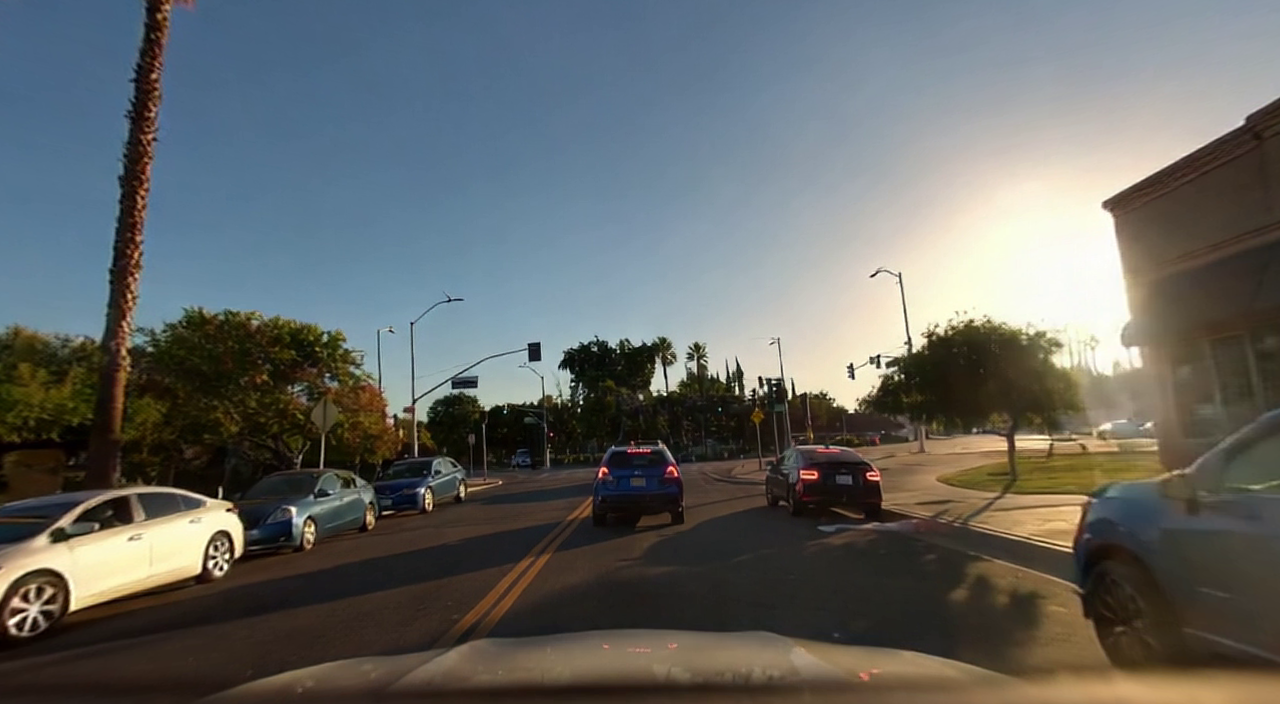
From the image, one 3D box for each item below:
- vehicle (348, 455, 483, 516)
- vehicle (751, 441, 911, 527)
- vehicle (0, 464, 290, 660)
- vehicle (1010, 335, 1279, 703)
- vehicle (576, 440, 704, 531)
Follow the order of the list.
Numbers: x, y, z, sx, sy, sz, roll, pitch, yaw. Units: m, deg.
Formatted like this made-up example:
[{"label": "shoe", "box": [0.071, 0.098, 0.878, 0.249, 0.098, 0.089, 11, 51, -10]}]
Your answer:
[{"label": "vehicle", "box": [-6.325, 3.783, 18.457, 2.105, 1.469, 4.693, 0, -9, 2]}, {"label": "vehicle", "box": [3.598, 2.554, 12.835, 1.821, 1.417, 4.454, 0, -9, 0]}, {"label": "vehicle", "box": [-6.149, 2.057, 7.034, 1.850, 1.482, 4.454, 0, -9, 1]}, {"label": "vehicle", "box": [3.622, 0.720, 1.775, 2.099, 1.786, 5.198, 0, -9, 2]}, {"label": "vehicle", "box": [-0.007, 2.463, 12.243, 2.060, 1.452, 4.078, 0, -9, 0]}]
